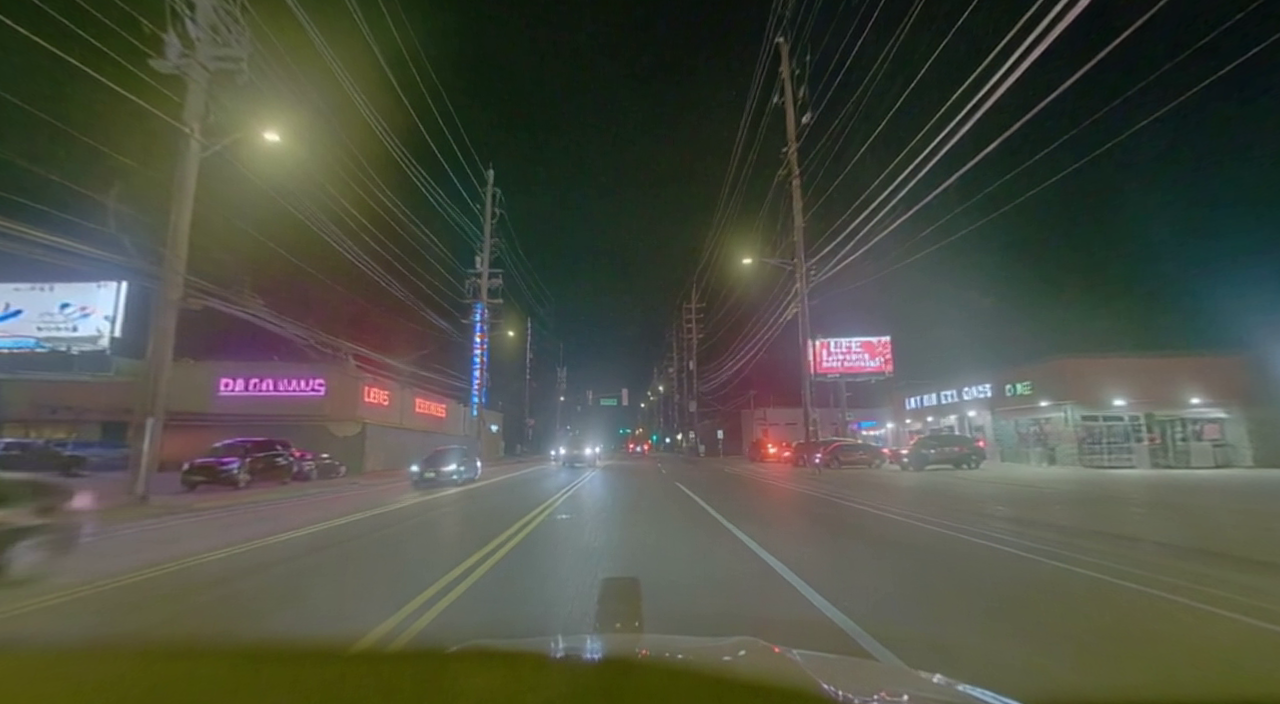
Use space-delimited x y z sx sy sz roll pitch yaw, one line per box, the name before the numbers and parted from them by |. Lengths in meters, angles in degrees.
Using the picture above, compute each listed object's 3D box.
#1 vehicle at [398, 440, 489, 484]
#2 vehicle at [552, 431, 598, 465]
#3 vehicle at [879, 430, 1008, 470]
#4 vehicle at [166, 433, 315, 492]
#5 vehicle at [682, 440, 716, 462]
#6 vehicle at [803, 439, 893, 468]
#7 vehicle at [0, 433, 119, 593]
vehicle | -7.357 4.159 24.161 2.020 1.479 4.612 0 -9 0
vehicle | -3.931 5.952 39.226 2.277 1.904 5.583 0 -9 0
vehicle | 15.045 4.884 31.527 5.307 1.877 2.052 0 -9 -1
vehicle | -13.891 3.848 22.414 2.044 1.830 4.800 0 -9 2
vehicle | 4.053 6.925 44.227 1.926 1.482 4.442 0 -9 -1
vehicle | 11.283 5.534 34.456 4.238 1.464 1.862 0 -9 2
vehicle | -7.188 1.421 5.144 1.952 1.536 4.623 0 -9 0
